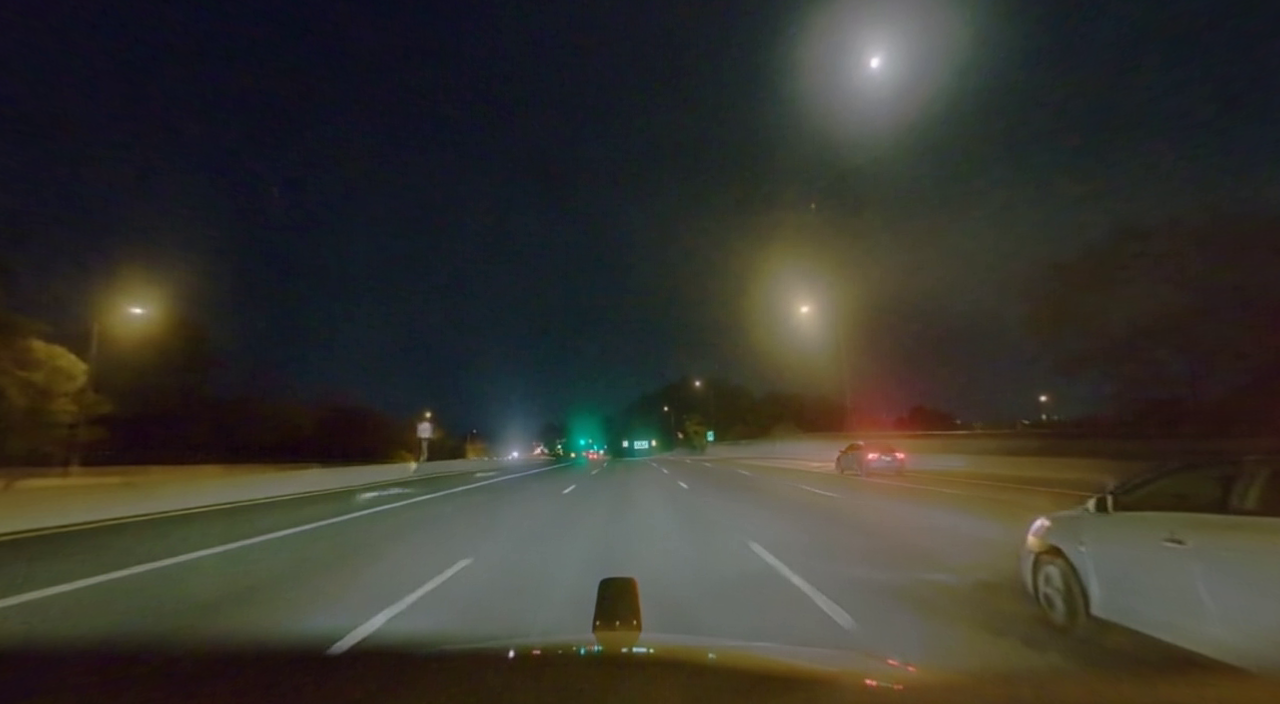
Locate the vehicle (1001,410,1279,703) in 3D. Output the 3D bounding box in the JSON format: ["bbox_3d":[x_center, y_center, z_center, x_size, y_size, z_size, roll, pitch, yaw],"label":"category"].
[{"bbox_3d":[3.852,0.924,2.243,2.217,1.477,4.817,0,-8,-1],"label":"vehicle"}]
